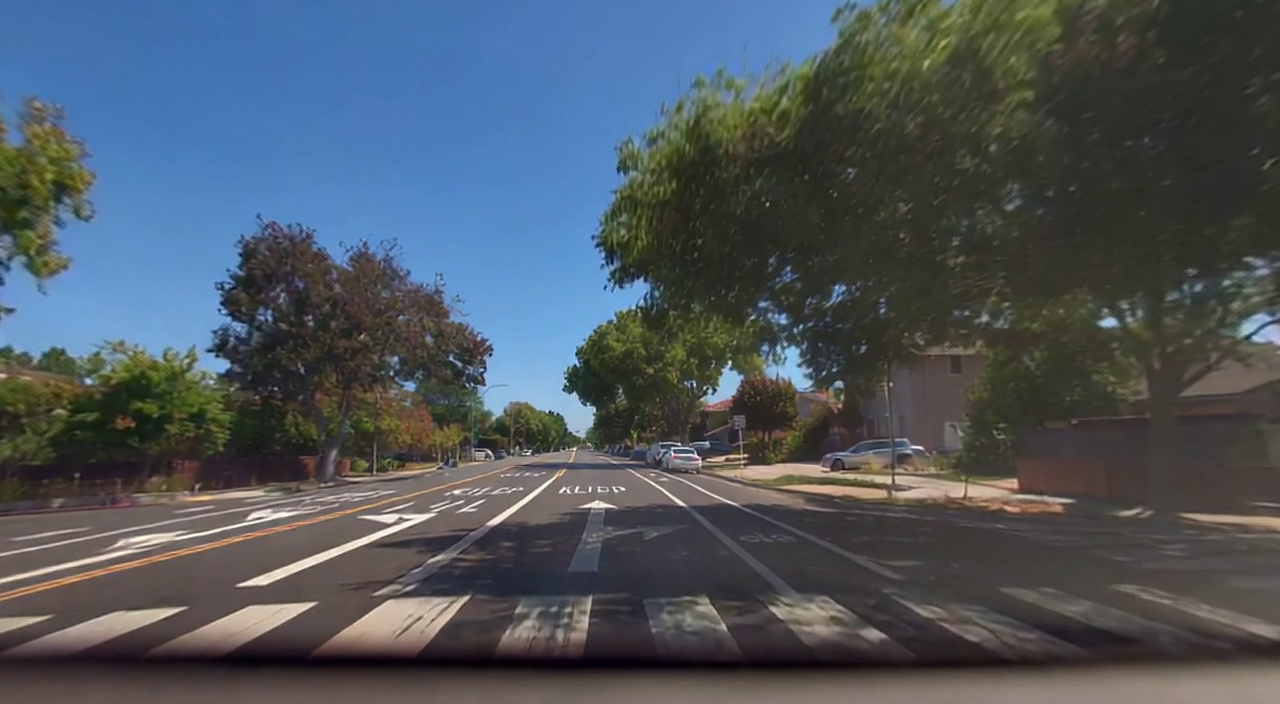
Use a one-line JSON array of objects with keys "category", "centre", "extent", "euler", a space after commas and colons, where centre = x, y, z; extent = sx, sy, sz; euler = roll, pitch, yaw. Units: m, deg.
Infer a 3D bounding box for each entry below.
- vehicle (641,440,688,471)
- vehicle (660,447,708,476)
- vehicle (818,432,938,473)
[{"category": "vehicle", "centre": [1.470, 6.746, 41.302], "extent": [2.293, 1.858, 5.868], "euler": [1, -9, -6]}, {"category": "vehicle", "centre": [2.332, 5.968, 34.666], "extent": [1.919, 1.474, 4.370], "euler": [1, -9, -6]}, {"category": "vehicle", "centre": [10.276, 4.361, 27.451], "extent": [4.492, 1.619, 1.849], "euler": [-6, -10, 33]}]
